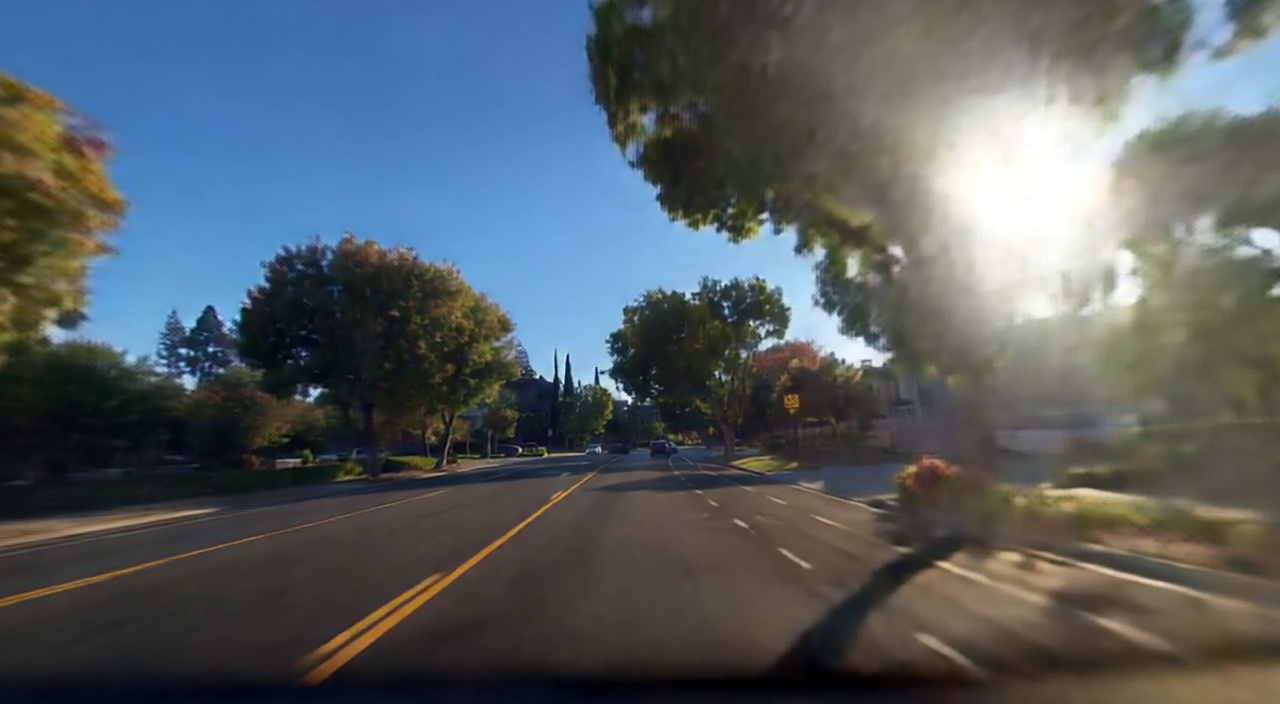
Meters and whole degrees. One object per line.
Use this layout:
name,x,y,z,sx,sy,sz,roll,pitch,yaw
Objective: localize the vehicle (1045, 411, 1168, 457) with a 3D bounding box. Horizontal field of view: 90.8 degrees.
vehicle,19.808,3.572,27.109,1.924,1.703,4.254,-3,-9,0
